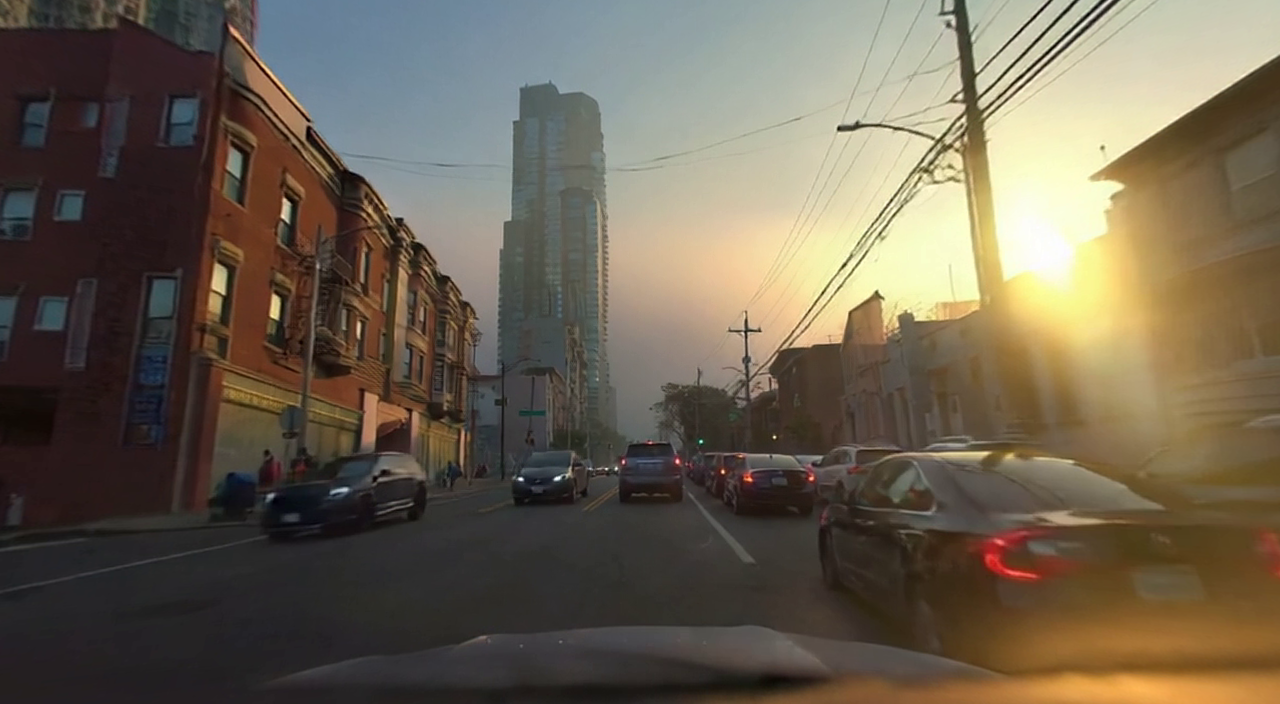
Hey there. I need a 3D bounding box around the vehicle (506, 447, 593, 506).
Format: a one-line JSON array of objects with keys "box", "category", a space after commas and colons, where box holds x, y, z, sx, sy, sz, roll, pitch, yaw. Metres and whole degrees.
[{"box": [-2.732, 3.860, 20.052, 2.023, 1.646, 4.282, 0, -8, 2], "category": "vehicle"}]

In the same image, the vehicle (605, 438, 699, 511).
[{"box": [0.256, 3.229, 17.131, 2.232, 1.736, 4.036, 0, -8, -1], "category": "vehicle"}]

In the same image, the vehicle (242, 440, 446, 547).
[{"box": [-5.651, 2.709, 12.824, 1.962, 1.755, 4.423, 0, -8, 0], "category": "vehicle"}]

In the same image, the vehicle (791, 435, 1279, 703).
[{"box": [2.788, 1.457, 5.187, 2.029, 1.460, 4.451, 0, -8, 1], "category": "vehicle"}]

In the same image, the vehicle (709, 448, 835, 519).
[{"box": [3.112, 3.205, 16.060, 2.116, 1.487, 4.988, 0, -8, 0], "category": "vehicle"}]
